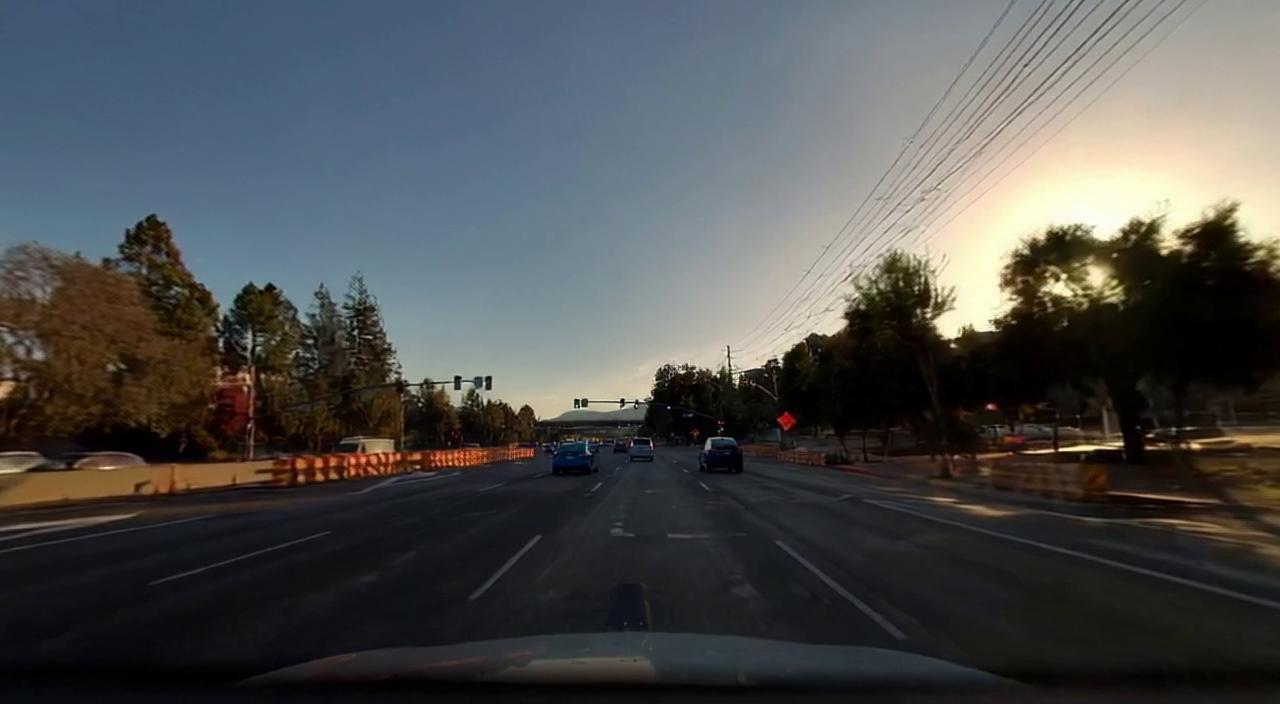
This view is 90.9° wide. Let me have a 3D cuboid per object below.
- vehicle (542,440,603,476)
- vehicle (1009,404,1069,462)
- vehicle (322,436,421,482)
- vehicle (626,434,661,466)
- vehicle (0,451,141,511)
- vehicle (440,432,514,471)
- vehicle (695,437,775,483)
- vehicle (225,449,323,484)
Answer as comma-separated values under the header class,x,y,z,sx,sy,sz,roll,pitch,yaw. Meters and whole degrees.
class,x,y,z,sx,sy,sz,roll,pitch,yaw
vehicle,-2.927,4.725,28.388,2.087,1.480,4.825,0,-8,1
vehicle,25.630,5.119,40.557,2.825,3.296,8.344,-3,-7,32
vehicle,-9.705,3.887,23.140,1.774,1.535,3.828,-1,-8,3
vehicle,0.232,6.068,39.021,2.060,1.845,4.151,0,-8,0
vehicle,-17.611,3.734,18.747,1.813,1.513,4.457,0,-8,2
vehicle,-8.983,5.557,35.349,2.392,2.012,5.727,0,-8,2
vehicle,3.282,3.850,22.794,2.142,1.475,4.565,0,-8,0
vehicle,-17.301,5.392,30.115,1.911,1.509,4.406,0,-8,2
